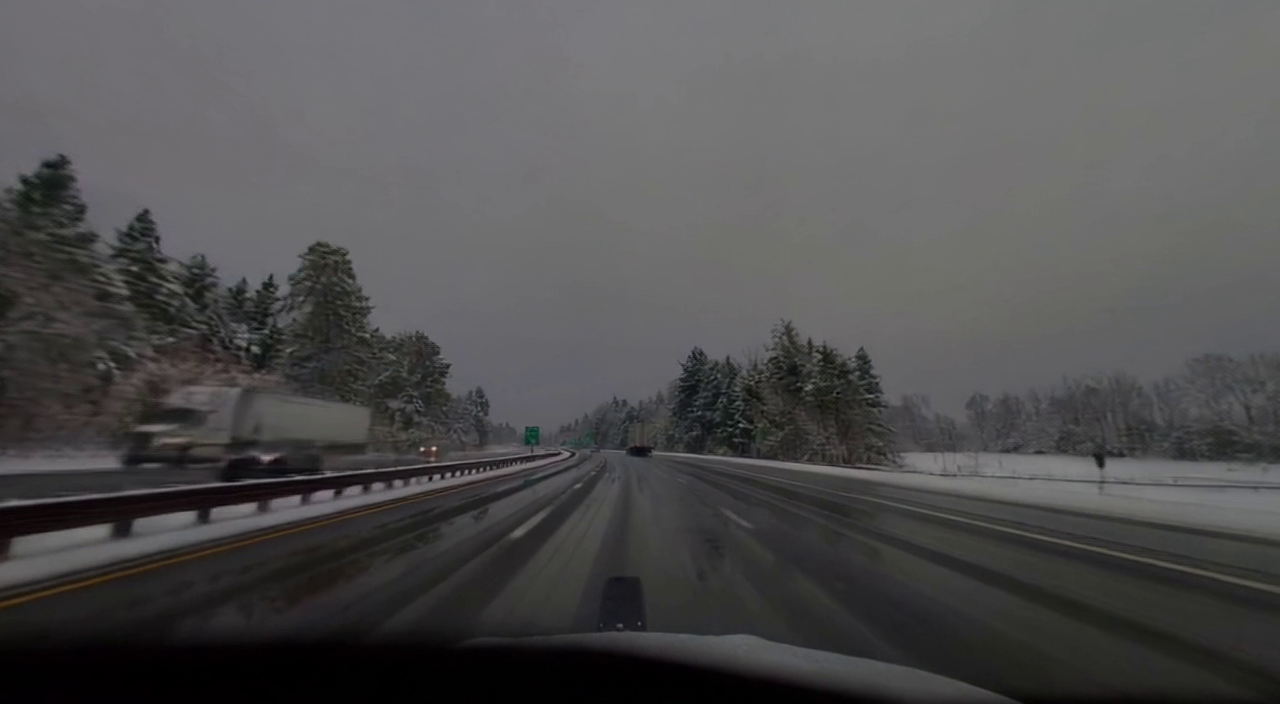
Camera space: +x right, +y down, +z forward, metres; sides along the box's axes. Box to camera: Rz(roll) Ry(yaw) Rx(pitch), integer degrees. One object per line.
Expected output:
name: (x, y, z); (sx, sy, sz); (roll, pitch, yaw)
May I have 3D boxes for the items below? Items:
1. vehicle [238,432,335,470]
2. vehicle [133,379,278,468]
vehicle: (-16.354, 4.626, 29.445); (2.001, 1.638, 4.475); (0, -9, -1)
vehicle: (-21.446, 3.671, 31.607); (2.989, 4.011, 5.907); (0, -9, -2)
